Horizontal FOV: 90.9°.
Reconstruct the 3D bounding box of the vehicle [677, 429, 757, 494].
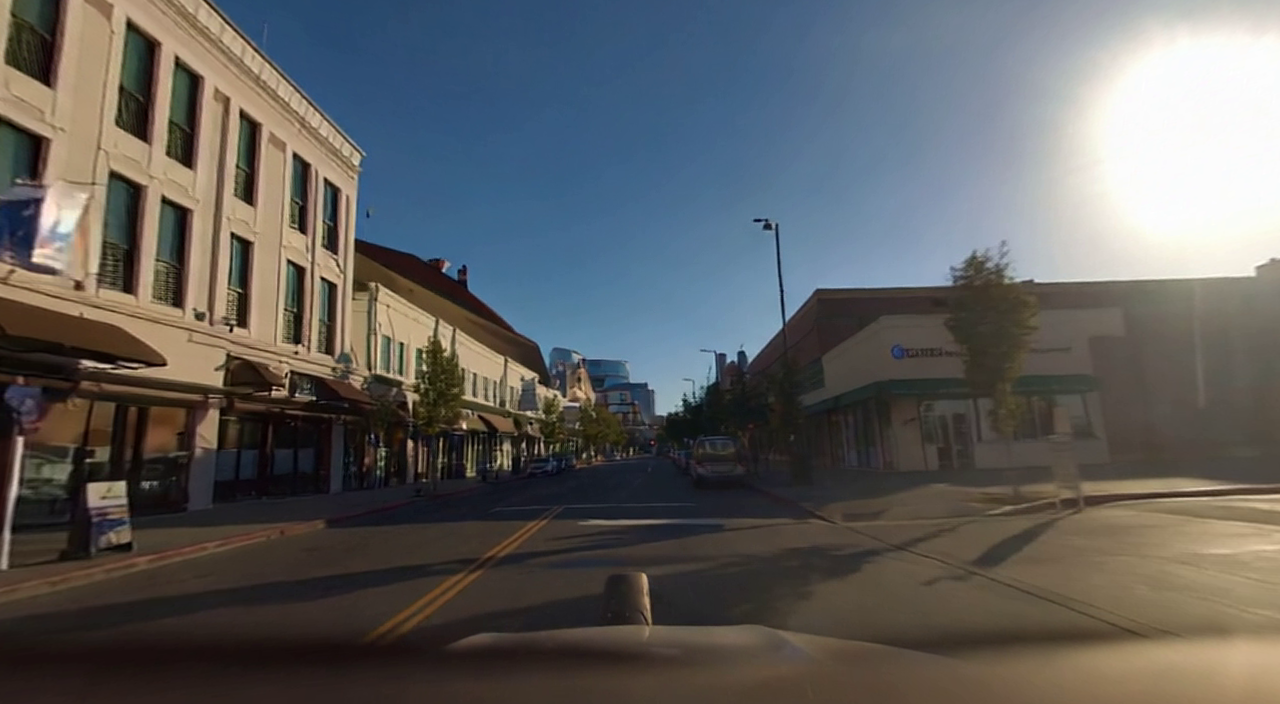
[{"bbox_3d":[2.596,3.868,22.531,2.150,2.013,4.748,0,-9,-1],"label":"vehicle"}]
